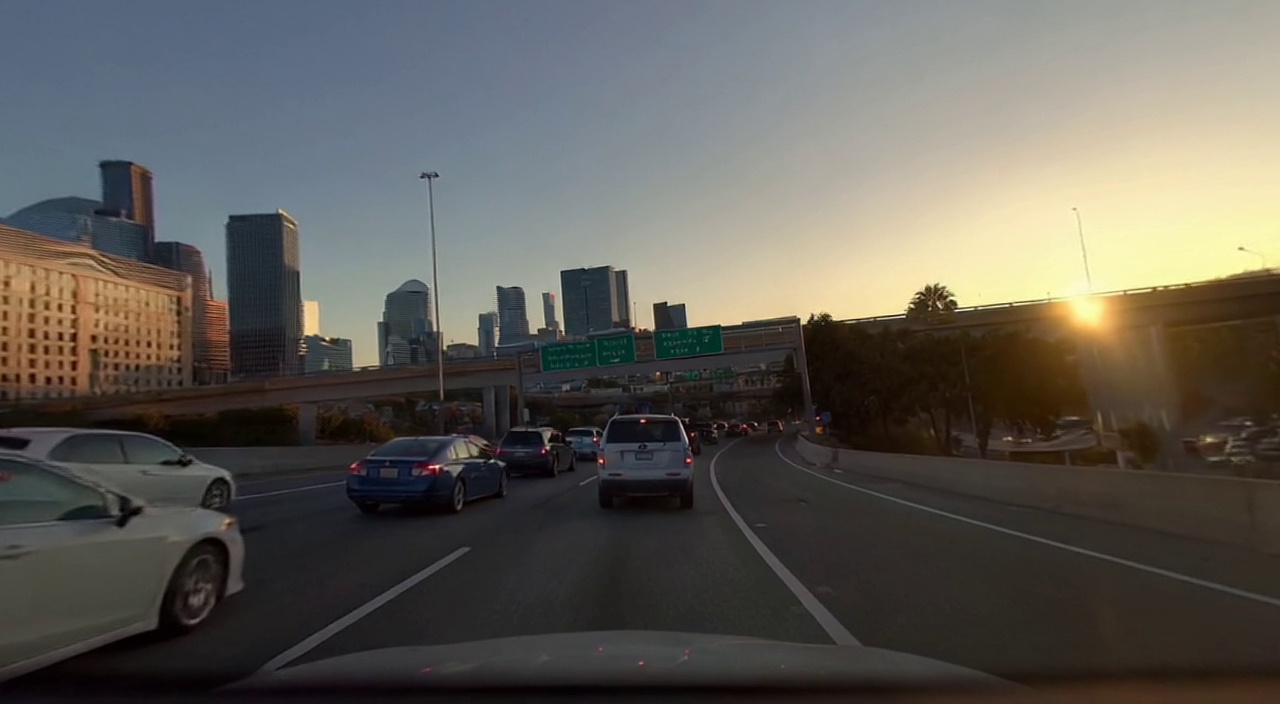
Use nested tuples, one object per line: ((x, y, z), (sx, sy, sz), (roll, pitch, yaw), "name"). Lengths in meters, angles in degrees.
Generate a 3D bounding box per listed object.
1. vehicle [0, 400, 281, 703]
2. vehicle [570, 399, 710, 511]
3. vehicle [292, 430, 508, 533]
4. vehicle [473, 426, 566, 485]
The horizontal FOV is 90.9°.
((-3.741, 0.870, 2.143), (1.998, 1.494, 5.020), (0, -9, 1), "vehicle")
((0.074, 2.367, 14.807), (2.616, 2.063, 5.933), (0, -9, 1), "vehicle")
((-3.996, 2.223, 11.458), (2.087, 1.481, 4.225), (0, -9, 2), "vehicle")
((-3.818, 3.380, 20.837), (1.953, 1.729, 4.377), (0, -9, 4), "vehicle")
